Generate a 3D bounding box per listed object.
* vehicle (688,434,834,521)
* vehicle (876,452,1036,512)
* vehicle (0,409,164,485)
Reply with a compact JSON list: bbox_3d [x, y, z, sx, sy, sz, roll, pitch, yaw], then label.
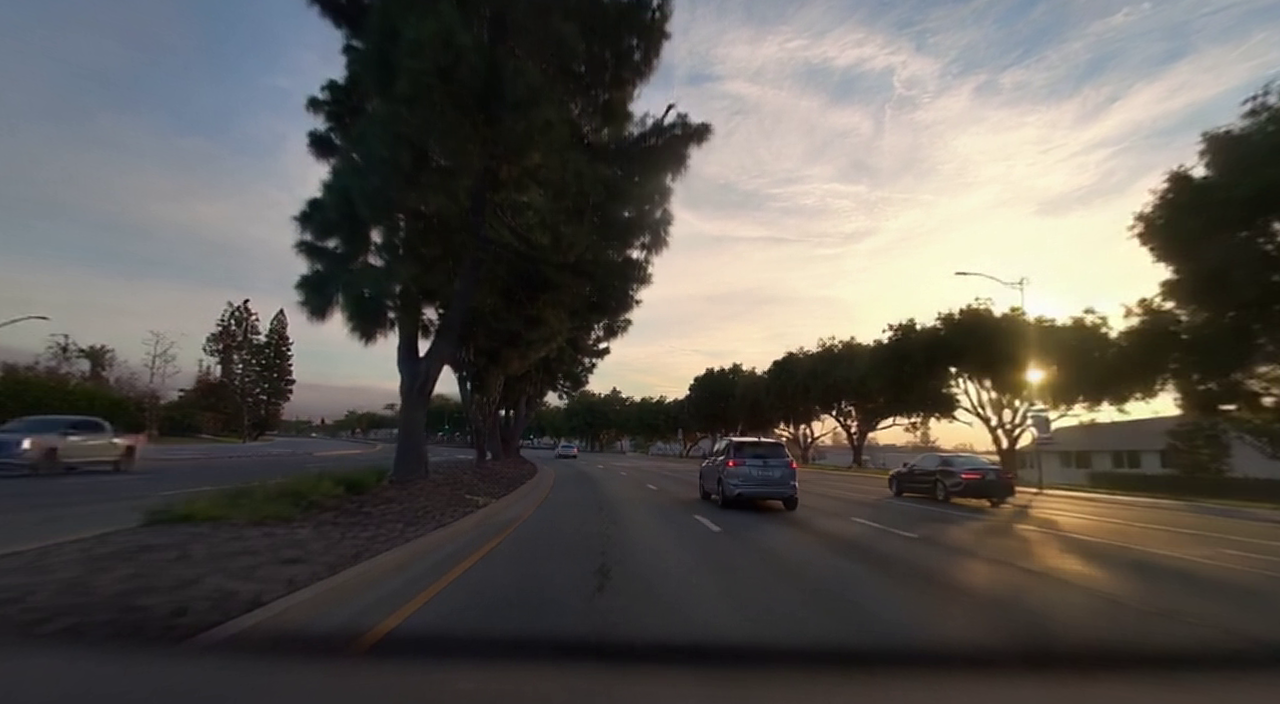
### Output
[{"bbox_3d":[2.513,2.754,14.451,2.122,1.646,4.525,1,-9,-4],"label":"vehicle"},{"bbox_3d":[9.000,3.712,18.566,1.940,1.460,4.652,1,-9,-5],"label":"vehicle"},{"bbox_3d":[-14.132,2.311,15.476,2.206,1.583,4.539,2,-9,-14],"label":"vehicle"}]
